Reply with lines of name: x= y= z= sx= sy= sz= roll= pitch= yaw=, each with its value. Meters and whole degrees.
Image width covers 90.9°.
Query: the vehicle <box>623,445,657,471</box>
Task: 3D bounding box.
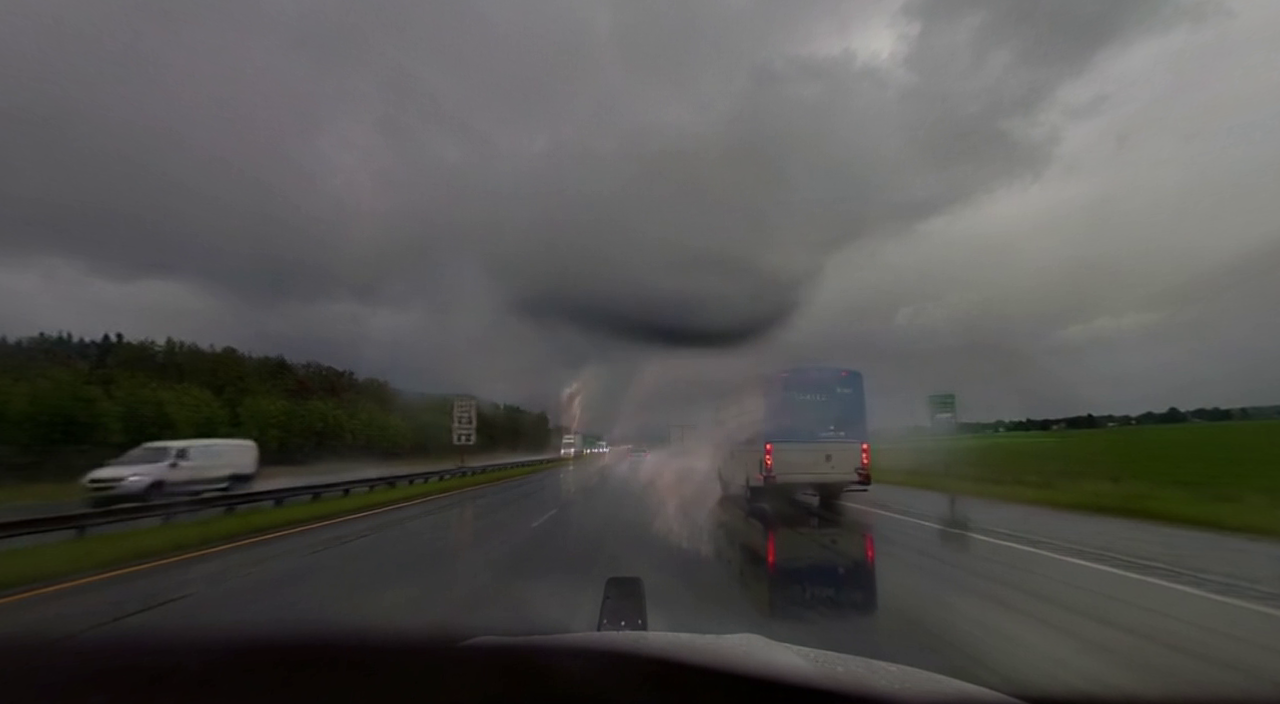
vehicle: x=0.028 y=7.098 z=42.279 sx=2.151 sy=1.678 sz=3.923 roll=0 pitch=-9 yaw=0

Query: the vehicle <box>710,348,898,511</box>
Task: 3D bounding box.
vehicle: x=4.008 y=2.330 z=18.051 sx=2.931 sy=3.530 sz=8.760 roll=0 pitch=-9 yaw=0
